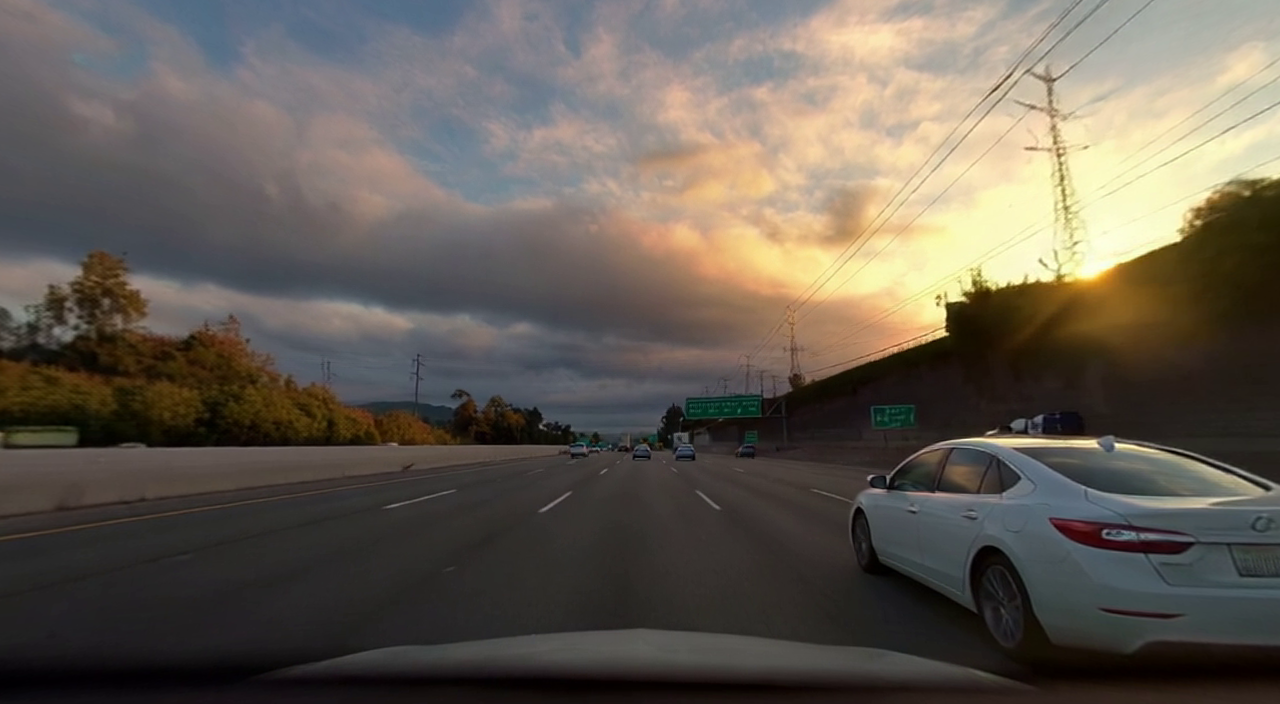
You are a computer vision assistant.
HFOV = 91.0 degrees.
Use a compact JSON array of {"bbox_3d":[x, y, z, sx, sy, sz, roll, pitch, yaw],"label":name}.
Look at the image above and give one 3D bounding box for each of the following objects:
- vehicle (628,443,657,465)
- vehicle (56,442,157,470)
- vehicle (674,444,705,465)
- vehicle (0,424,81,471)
[{"bbox_3d":[0.167,7.583,46.839,2.066,1.562,4.198,0,-9,0],"label":"vehicle"},{"bbox_3d":[-31.806,6.191,37.763,1.945,1.577,4.555,0,-9,2],"label":"vehicle"},{"bbox_3d":[3.800,7.905,48.726,2.076,1.506,4.050,0,-9,0],"label":"vehicle"},{"bbox_3d":[-35.495,5.348,35.274,2.723,2.454,5.915,0,-9,2],"label":"vehicle"}]
